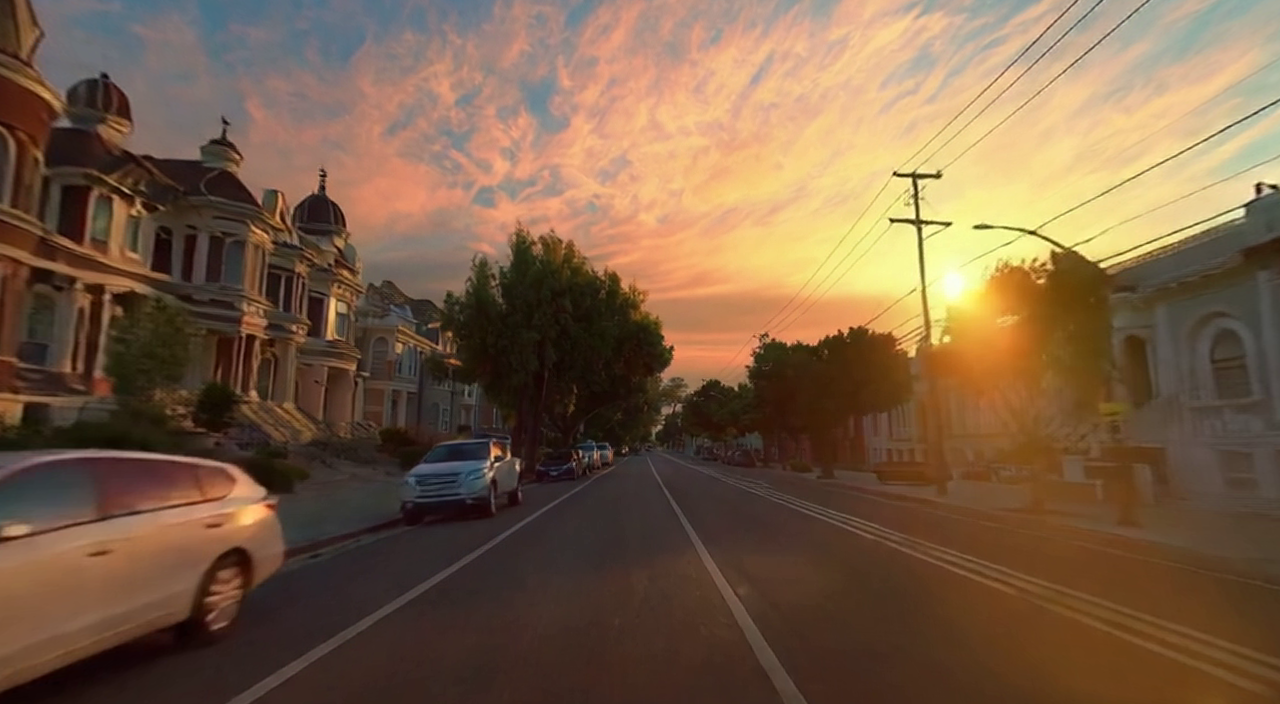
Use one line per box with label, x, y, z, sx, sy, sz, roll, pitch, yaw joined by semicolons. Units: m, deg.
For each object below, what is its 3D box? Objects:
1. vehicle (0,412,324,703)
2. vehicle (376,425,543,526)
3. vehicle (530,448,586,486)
vehicle;-3.621;1.092;2.992;1.825;1.542;4.715;-1;-8;0
vehicle;-3.865;2.776;14.865;2.189;1.887;5.616;-1;-9;1
vehicle;-3.705;5.273;29.328;1.917;1.516;4.898;-2;-9;0
